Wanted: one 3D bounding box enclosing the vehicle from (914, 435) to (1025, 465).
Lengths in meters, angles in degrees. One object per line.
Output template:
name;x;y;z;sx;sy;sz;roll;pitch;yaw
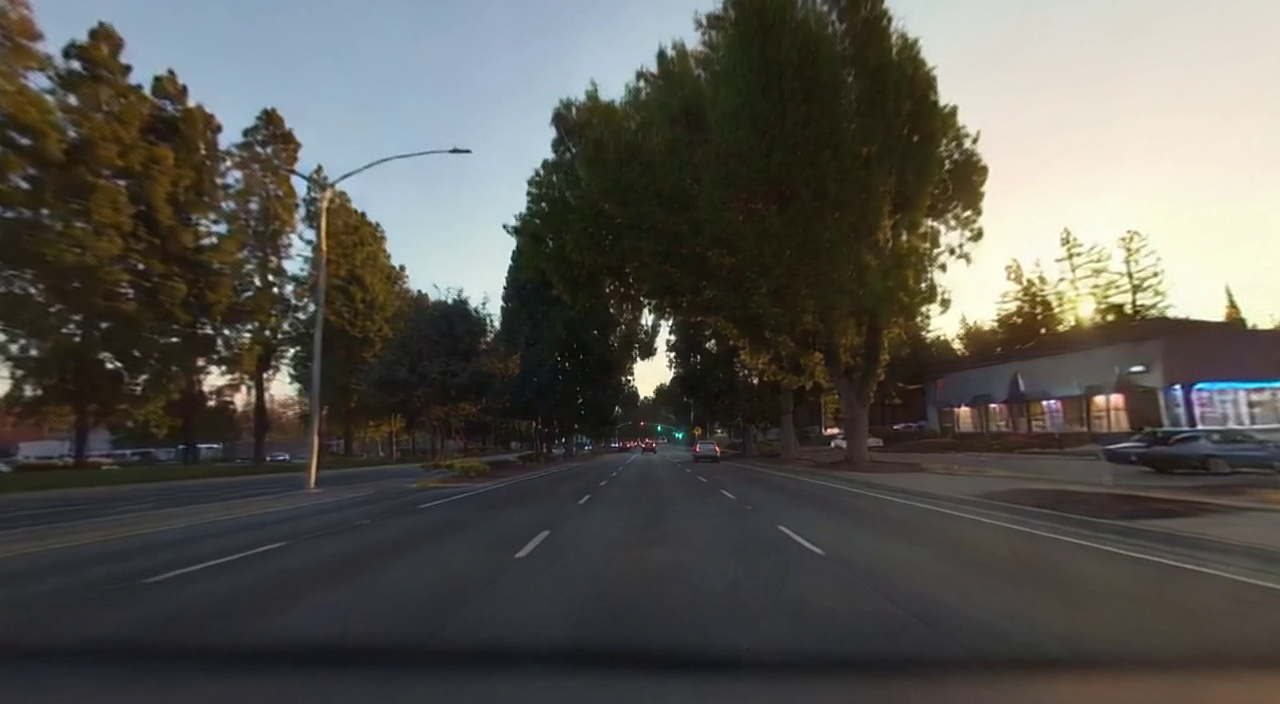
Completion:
vehicle;17.100;5.135;32.873;4.685;1.478;1.849;-1;-9;2

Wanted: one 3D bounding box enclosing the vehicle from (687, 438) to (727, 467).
vehicle;4.202;6.387;40.203;2.007;1.683;4.171;0;-8;-1

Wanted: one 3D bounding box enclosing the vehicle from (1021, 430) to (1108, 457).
vehicle;30.467;6.610;45.340;2.038;1.770;4.755;7;-12;-42

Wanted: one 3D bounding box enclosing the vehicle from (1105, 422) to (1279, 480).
vehicle;17.619;3.075;19.661;4.386;1.701;2.121;-1;-8;4
